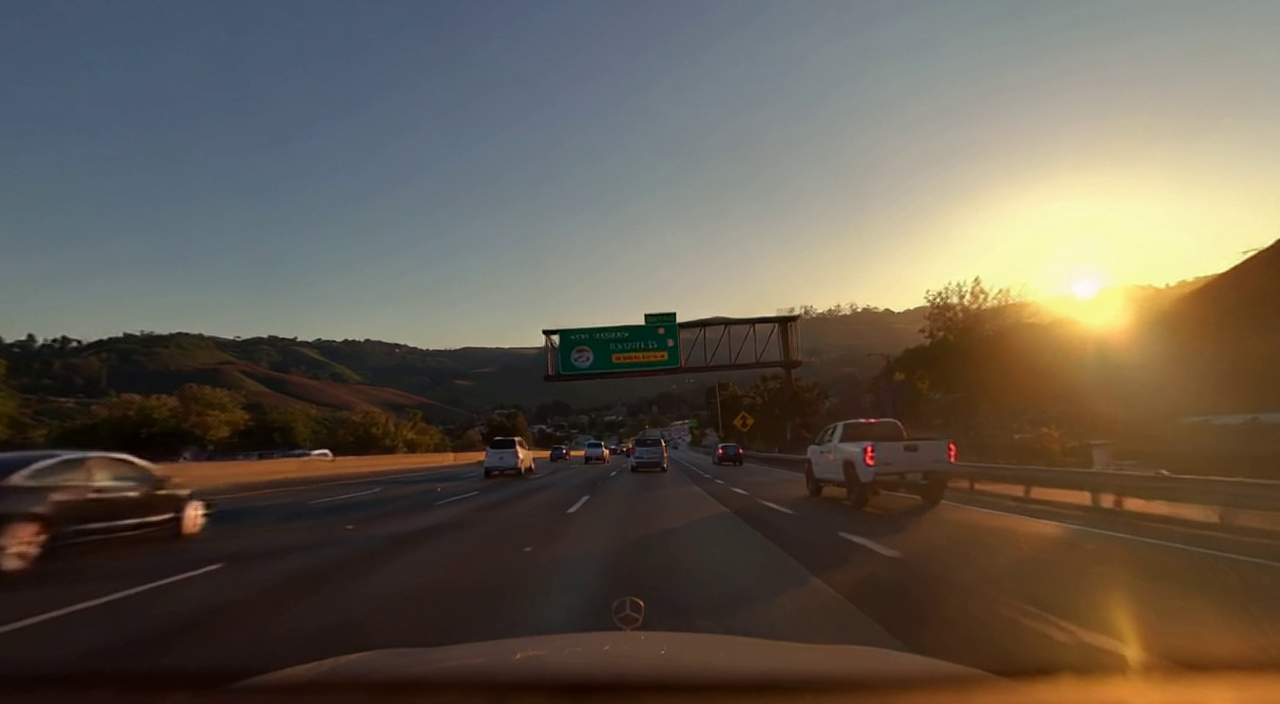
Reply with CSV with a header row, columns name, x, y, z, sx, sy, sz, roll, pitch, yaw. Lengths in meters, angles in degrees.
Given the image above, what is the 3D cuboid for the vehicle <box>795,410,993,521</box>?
name,x,y,z,sx,sy,sz,roll,pitch,yaw
vehicle,4.925,2.283,13.154,2.029,1.859,4.669,0,-8,-2

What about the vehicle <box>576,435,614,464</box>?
name,x,y,z,sx,sy,sz,roll,pitch,yaw
vehicle,-3.319,7.373,47.691,2.316,1.999,5.765,0,-8,1

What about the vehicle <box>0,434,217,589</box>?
name,x,y,z,sx,sy,sz,roll,pitch,yaw
vehicle,-7.166,1.648,6.749,1.916,1.482,4.908,0,-8,-1

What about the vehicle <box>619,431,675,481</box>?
name,x,y,z,sx,sy,sz,roll,pitch,yaw
vehicle,0.250,4.124,25.263,2.052,1.808,3.898,0,-8,0

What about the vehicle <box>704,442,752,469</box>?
name,x,y,z,sx,sy,sz,roll,pitch,yaw
vehicle,4.921,5.857,35.922,1.998,1.456,4.338,0,-8,-2

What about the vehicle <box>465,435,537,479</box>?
name,x,y,z,sx,sy,sz,roll,pitch,yaw
vehicle,-6.218,4.747,28.834,2.160,1.799,5.001,0,-8,0
